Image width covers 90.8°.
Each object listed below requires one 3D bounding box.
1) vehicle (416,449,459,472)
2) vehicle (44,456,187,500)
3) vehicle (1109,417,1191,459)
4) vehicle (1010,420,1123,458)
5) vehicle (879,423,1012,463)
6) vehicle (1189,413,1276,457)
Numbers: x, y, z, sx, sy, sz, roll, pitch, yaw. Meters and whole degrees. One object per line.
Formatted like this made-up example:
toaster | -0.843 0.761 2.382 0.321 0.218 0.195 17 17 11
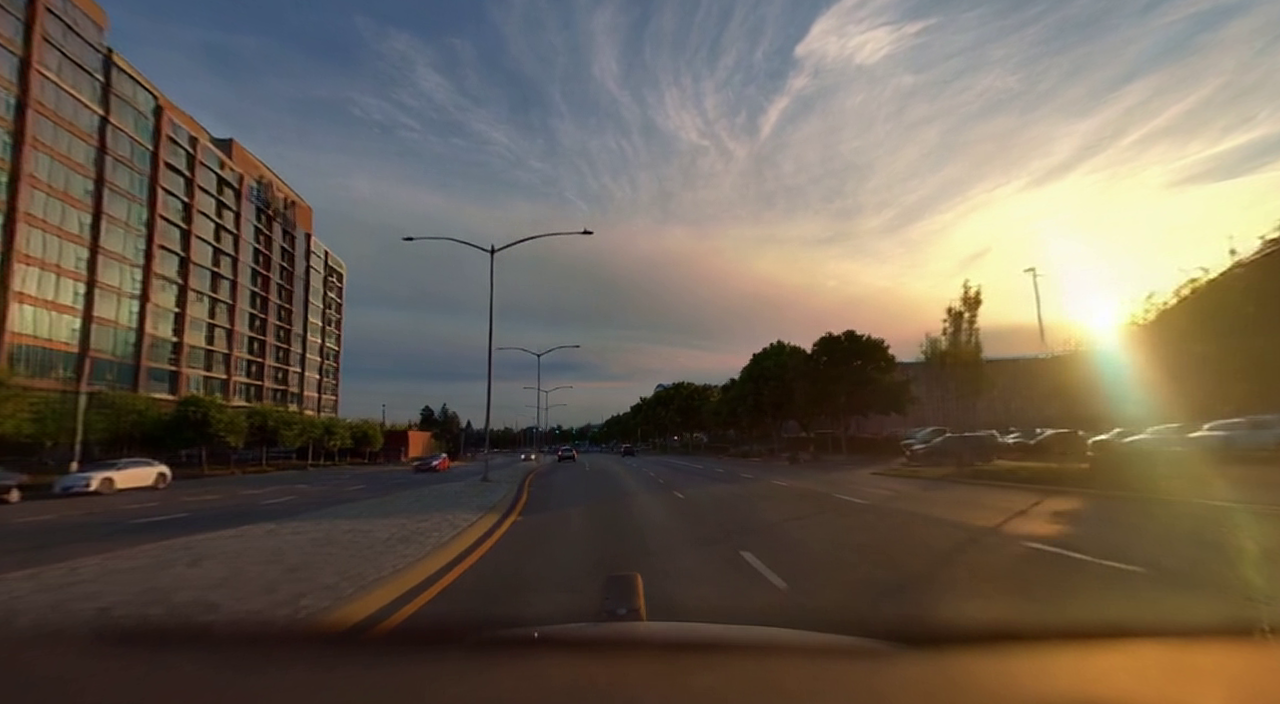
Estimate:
vehicle | -14.637 7.850 45.904 2.150 1.534 4.569 1 -9 -7
vehicle | -21.348 5.114 26.033 2.155 1.542 4.584 0 -9 -4
vehicle | 21.906 3.728 27.049 2.218 1.617 4.783 -9 -12 43
vehicle | 21.641 4.474 32.317 4.218 1.780 2.331 -1 -10 18
vehicle | 16.054 4.875 33.638 5.829 1.995 2.659 -3 -9 15
vehicle | 23.820 3.387 25.471 2.219 1.587 5.047 -8 -12 42
